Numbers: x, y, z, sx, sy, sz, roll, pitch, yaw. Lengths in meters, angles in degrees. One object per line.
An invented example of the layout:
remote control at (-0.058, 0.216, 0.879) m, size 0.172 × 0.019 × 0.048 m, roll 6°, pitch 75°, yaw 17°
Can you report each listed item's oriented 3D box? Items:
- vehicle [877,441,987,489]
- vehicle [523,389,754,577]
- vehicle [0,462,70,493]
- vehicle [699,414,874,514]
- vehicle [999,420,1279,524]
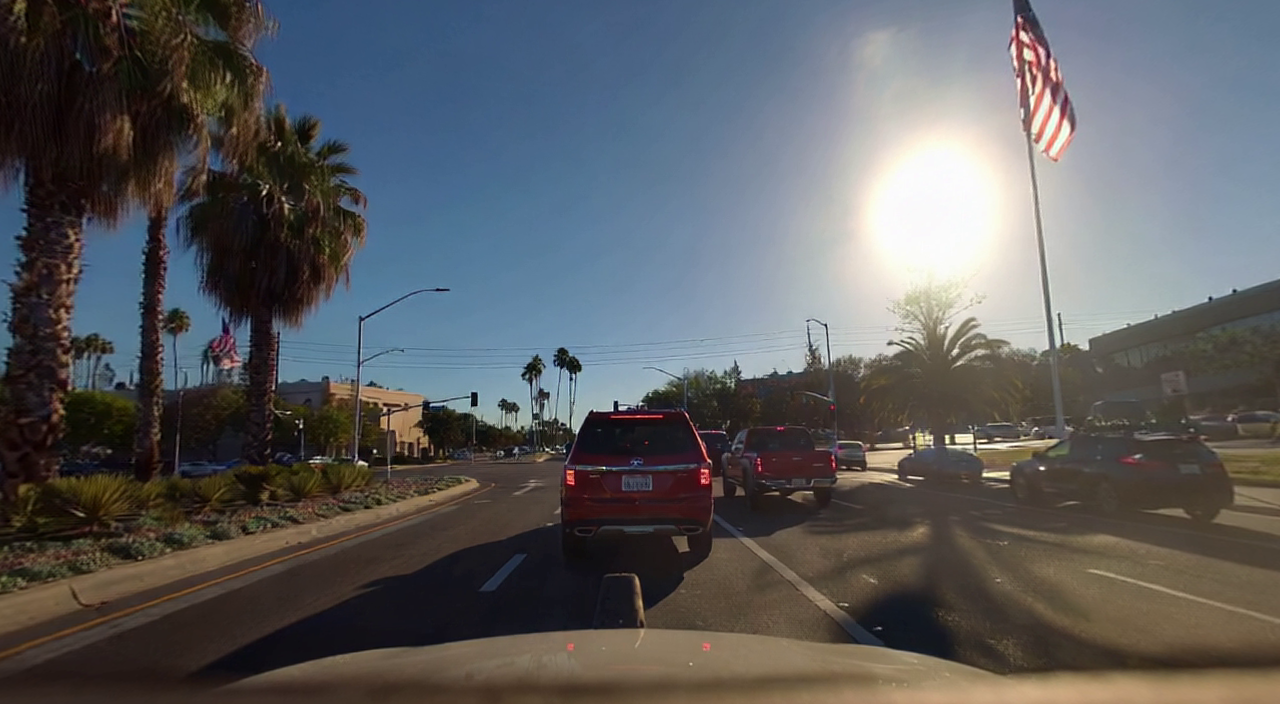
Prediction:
vehicle at (10.165, 3.942, 22.379) m, size 1.855 × 1.495 × 4.143 m, roll 0°, pitch -9°, yaw -1°
vehicle at (-0.126, 1.692, 8.919) m, size 2.402 × 1.938 × 4.535 m, roll 0°, pitch -9°, yaw -3°
vehicle at (-45.805, 9.061, 45.749) m, size 6.410 × 2.078 × 2.584 m, roll 0°, pitch -9°, yaw 0°
vehicle at (3.258, 2.732, 15.958) m, size 2.773 × 2.021 × 6.212 m, roll 0°, pitch -9°, yaw -2°
vehicle at (9.948, 2.411, 13.240) m, size 2.155 × 1.779 × 4.582 m, roll 0°, pitch -9°, yaw 0°
